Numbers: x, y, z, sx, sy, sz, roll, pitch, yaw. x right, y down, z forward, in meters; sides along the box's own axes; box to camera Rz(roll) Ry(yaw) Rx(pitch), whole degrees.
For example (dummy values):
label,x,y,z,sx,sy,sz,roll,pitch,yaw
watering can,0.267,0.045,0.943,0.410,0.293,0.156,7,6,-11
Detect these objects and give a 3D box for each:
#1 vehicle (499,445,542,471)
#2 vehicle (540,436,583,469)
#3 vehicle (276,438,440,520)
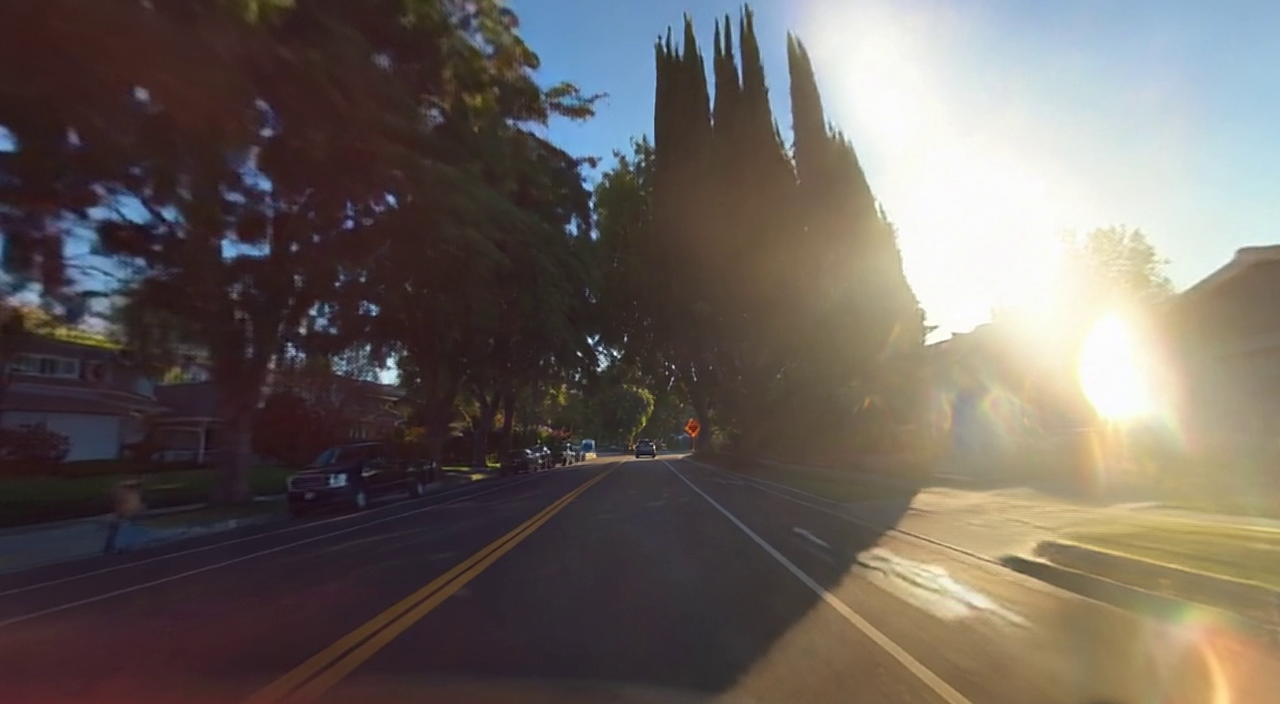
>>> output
label,x,y,z,sx,sy,sz,roll,pitch,yaw
vehicle,-8.346,7.418,44.372,2.107,1.745,4.569,0,-8,0
vehicle,-5.685,7.372,46.487,2.517,2.323,5.205,0,-8,0
vehicle,-8.270,3.688,19.341,2.422,1.855,6.165,-4,-7,-2
